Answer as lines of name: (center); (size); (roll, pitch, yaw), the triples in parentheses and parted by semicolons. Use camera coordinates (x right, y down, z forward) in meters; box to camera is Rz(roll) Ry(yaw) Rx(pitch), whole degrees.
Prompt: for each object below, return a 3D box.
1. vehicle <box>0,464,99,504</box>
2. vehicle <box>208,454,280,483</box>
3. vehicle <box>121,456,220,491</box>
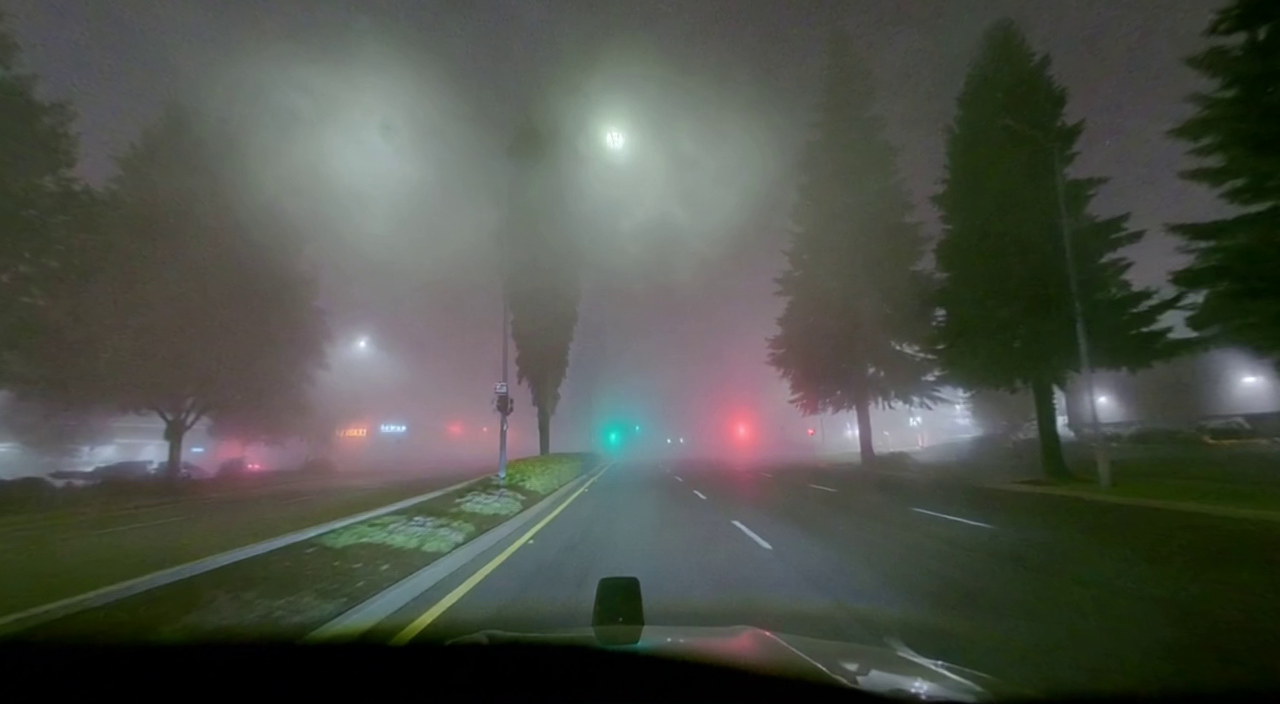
vehicle: (-25.920, 5.512, 26.479); (4.351, 1.478, 2.035); (2, -9, -15)
vehicle: (-25.365, 7.465, 40.665); (1.949, 1.662, 4.589); (0, -9, -4)
vehicle: (-25.809, 6.635, 34.933); (1.864, 1.721, 4.249); (-1, -9, 6)
